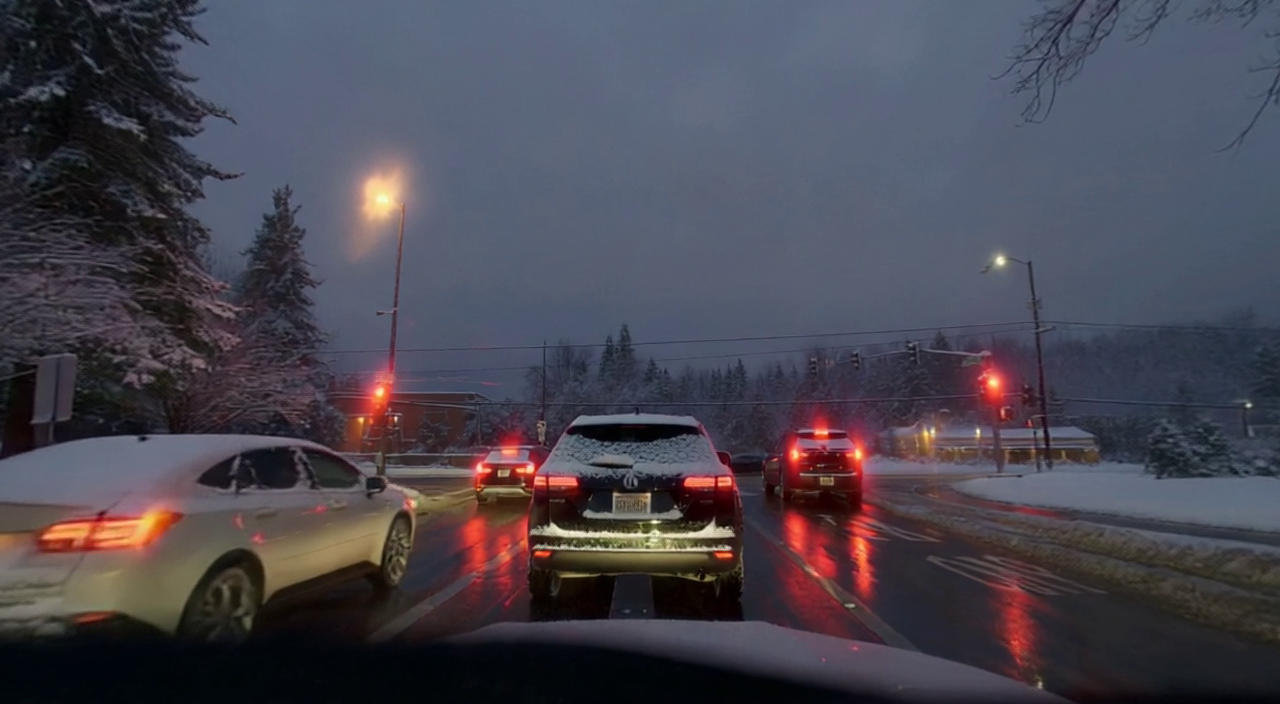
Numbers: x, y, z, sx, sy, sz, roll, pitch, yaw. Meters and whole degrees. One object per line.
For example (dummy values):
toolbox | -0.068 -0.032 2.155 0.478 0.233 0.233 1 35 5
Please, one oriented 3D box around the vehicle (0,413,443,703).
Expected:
vehicle | -3.322 1.333 5.088 1.913 1.453 4.413 0 -8 2

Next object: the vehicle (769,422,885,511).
vehicle | 4.812 2.994 16.921 2.084 2.053 4.073 -1 -8 4

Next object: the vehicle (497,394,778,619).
vehicle | -0.041 1.529 7.183 2.203 1.757 4.286 0 -8 -1
